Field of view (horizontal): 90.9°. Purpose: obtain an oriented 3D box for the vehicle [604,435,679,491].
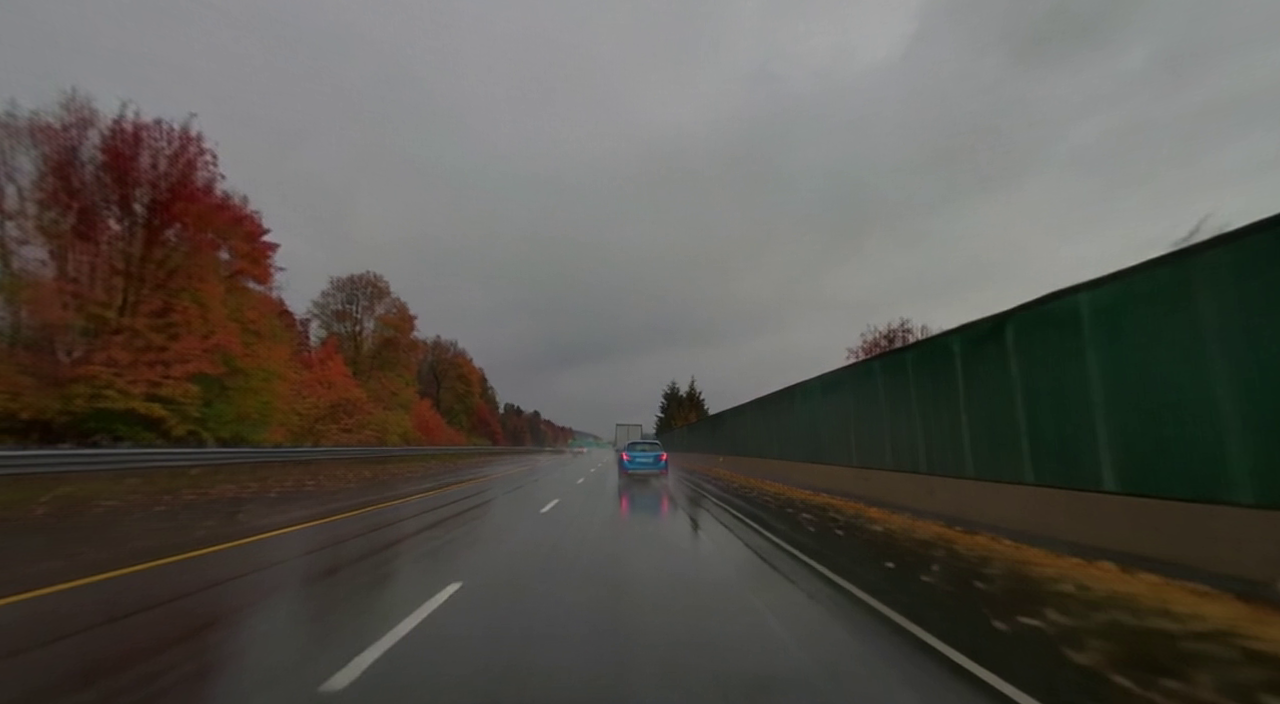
[{"bbox_3d":[-0.006,3.345,19.332,2.057,1.516,4.065,0,-8,-2],"label":"vehicle"}]
